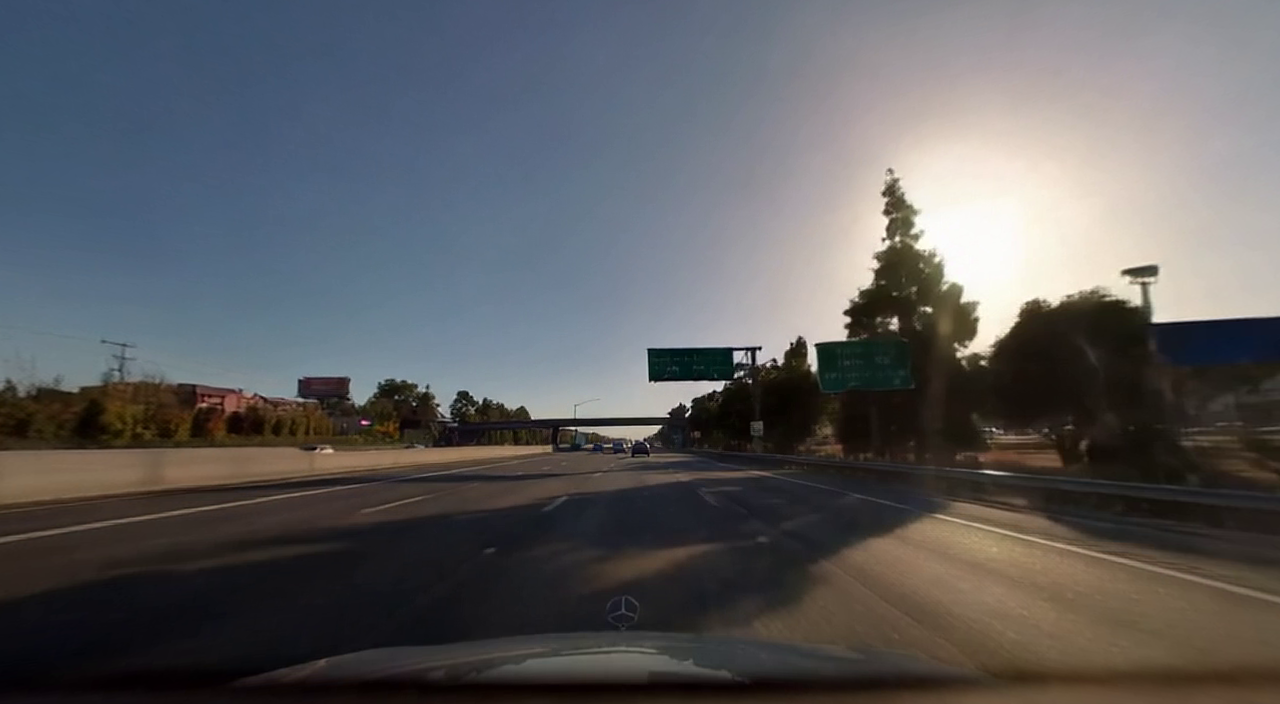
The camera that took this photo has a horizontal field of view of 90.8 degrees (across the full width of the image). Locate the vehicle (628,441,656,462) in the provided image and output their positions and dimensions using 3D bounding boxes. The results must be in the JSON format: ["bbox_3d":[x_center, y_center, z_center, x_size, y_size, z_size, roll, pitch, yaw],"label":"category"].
[{"bbox_3d":[0.090,7.504,47.768,2.021,1.528,4.154,0,-8,-1],"label":"vehicle"}]
